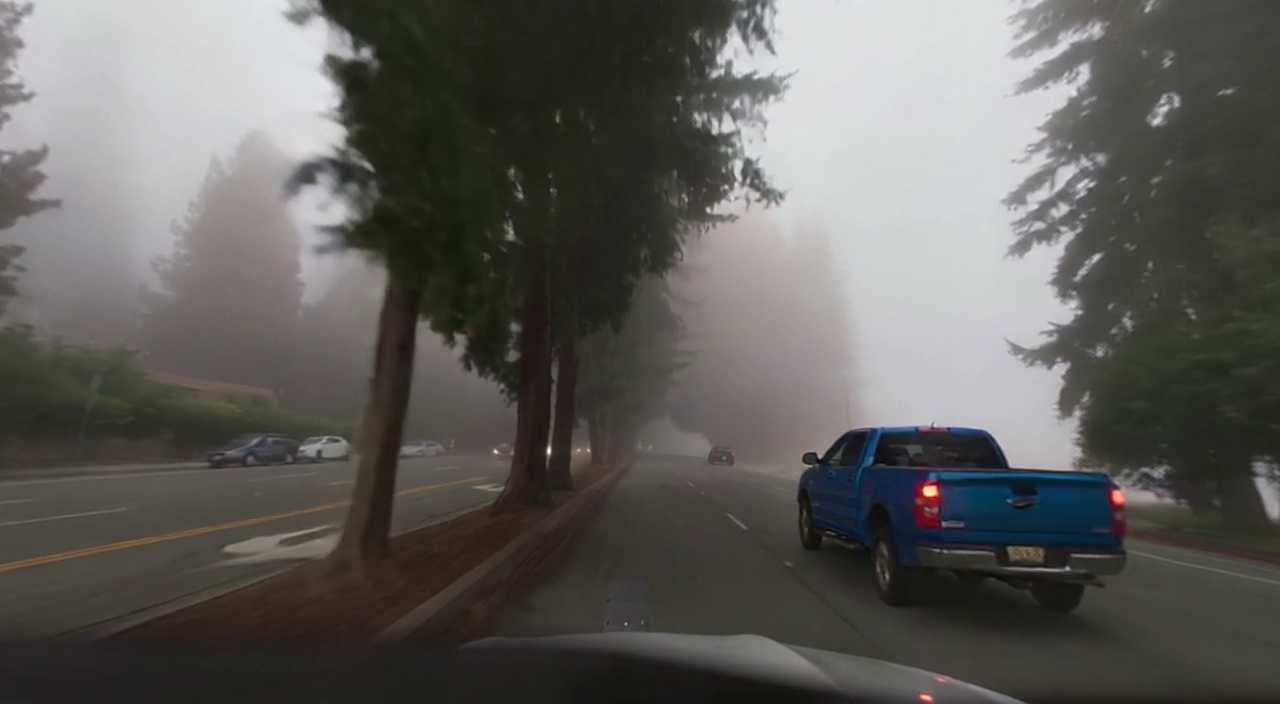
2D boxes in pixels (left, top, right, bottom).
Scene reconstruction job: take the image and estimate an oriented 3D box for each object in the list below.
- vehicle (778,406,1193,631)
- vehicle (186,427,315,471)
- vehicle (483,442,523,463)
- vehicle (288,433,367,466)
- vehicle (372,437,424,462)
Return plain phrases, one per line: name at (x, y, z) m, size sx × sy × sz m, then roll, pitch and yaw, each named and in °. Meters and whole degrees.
vehicle at (3.176, 1.624, 7.238) m, size 2.108 × 1.712 × 4.616 m, roll 0°, pitch -8°, yaw 0°
vehicle at (-18.344, 4.639, 30.148) m, size 2.398 × 1.883 × 5.729 m, roll 0°, pitch -8°, yaw 2°
vehicle at (-10.414, 7.644, 48.133) m, size 1.999 × 1.519 × 4.249 m, roll 0°, pitch -8°, yaw 2°
vehicle at (-18.143, 5.698, 36.891) m, size 2.051 × 1.821 × 4.721 m, roll 0°, pitch -8°, yaw 2°
vehicle at (-18.193, 7.370, 47.612) m, size 2.025 × 1.766 × 4.620 m, roll 0°, pitch -8°, yaw 1°
